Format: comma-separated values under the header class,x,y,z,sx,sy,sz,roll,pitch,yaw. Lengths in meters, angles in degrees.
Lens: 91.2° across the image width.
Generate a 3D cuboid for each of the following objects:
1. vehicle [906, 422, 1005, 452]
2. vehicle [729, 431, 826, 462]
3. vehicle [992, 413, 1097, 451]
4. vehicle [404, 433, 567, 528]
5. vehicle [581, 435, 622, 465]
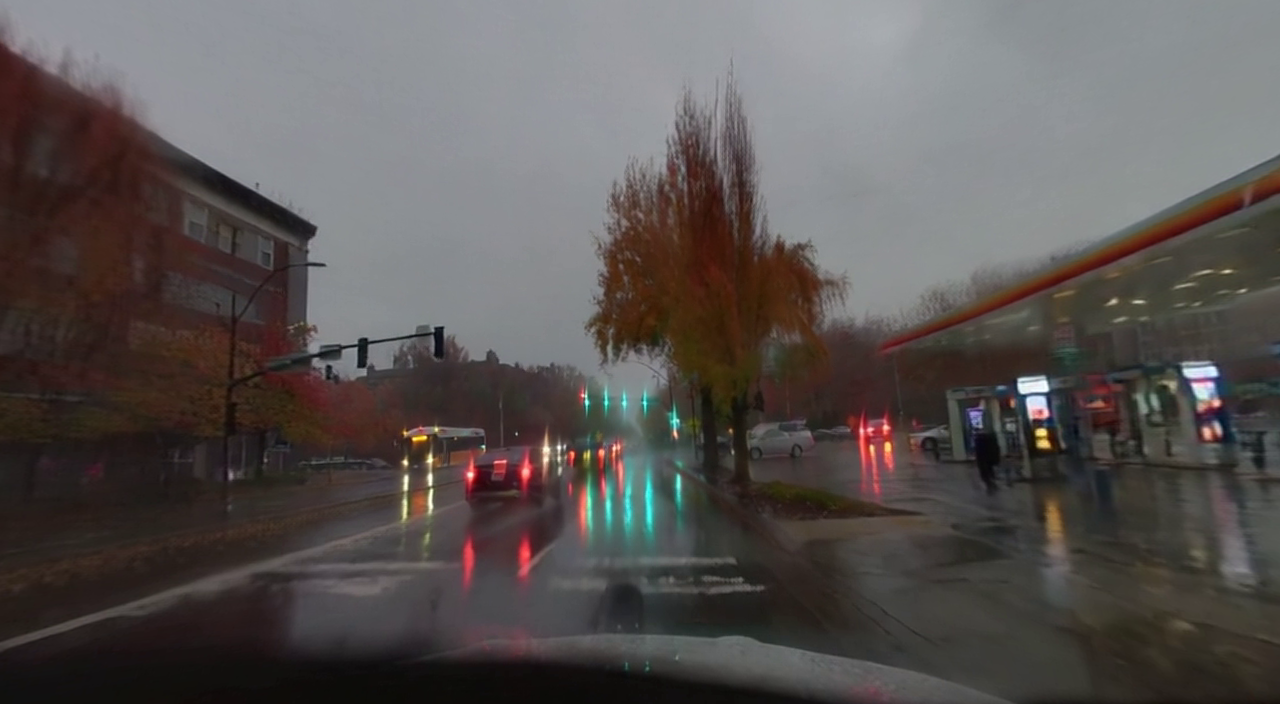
class,x,y,z,sx,sy,sz,roll,pitch,yaw
vehicle,16.531,4.515,32.965,4.064,1.507,2.078,0,-9,1
vehicle,7.593,5.270,35.045,4.894,1.451,2.089,-3,-8,1
vehicle,21.135,4.198,32.860,4.172,1.687,1.773,-4,-9,-1
vehicle,-2.745,2.404,12.231,2.092,1.507,4.078,0,-9,1
vehicle,-2.341,6.129,39.030,2.365,1.751,3.904,0,-9,0
